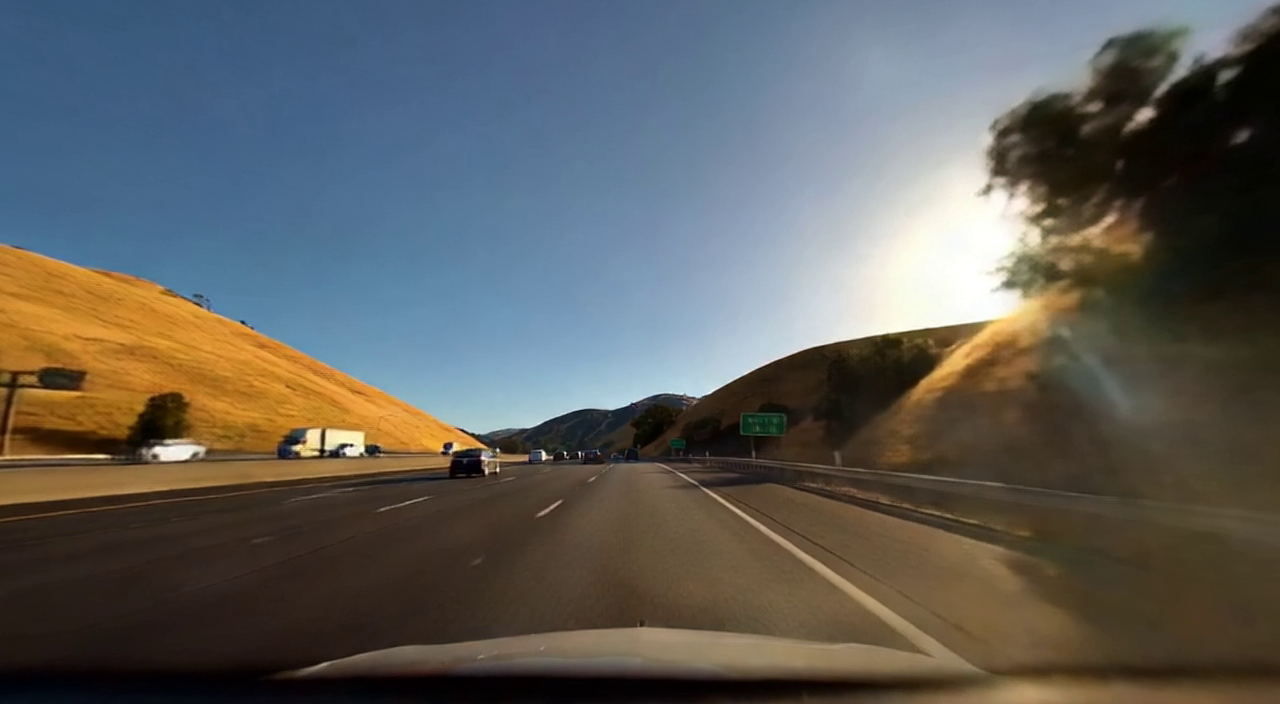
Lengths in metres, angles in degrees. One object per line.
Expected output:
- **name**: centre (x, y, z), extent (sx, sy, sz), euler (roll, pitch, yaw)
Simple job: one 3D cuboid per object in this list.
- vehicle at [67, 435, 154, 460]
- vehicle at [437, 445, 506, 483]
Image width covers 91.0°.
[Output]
- **vehicle**: centre (-33.668, 6.108, 40.224), extent (1.878, 1.518, 4.427), euler (1, -9, -3)
- **vehicle**: centre (-7.709, 5.172, 29.299), extent (2.045, 1.624, 4.338), euler (0, -9, -1)
